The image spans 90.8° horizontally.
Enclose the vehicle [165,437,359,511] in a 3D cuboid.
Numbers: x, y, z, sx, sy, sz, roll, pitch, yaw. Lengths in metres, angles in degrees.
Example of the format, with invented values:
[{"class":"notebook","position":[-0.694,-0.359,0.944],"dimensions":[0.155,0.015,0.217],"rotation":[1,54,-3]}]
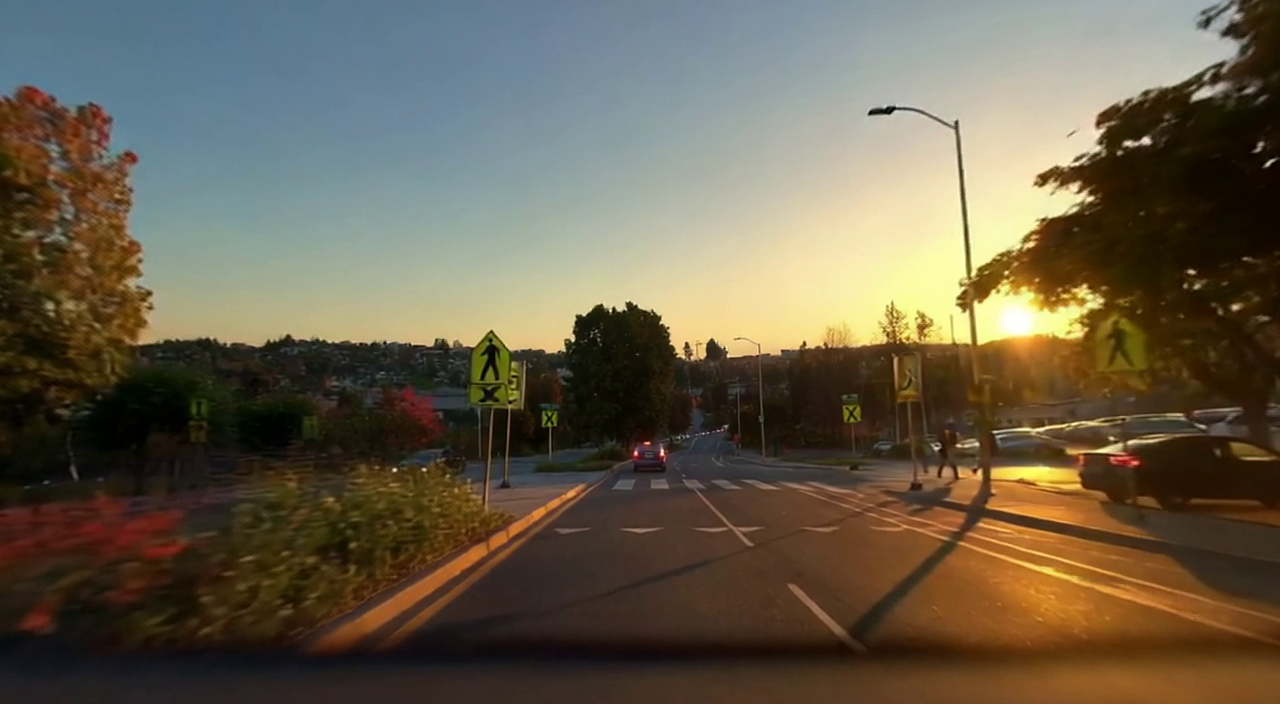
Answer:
[{"class":"vehicle","position":[-10.462,3.396,18.174],"dimensions":[2.162,1.767,5.368],"rotation":[-1,-9,1]}]

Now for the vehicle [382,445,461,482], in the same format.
[{"class":"vehicle","position":[-10.160,5.210,29.767],"dimensions":[2.197,1.606,4.034],"rotation":[-1,-9,2]}]

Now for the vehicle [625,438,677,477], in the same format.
[{"class":"vehicle","position":[0.512,4.734,28.527],"dimensions":[2.158,1.600,3.865],"rotation":[-1,-8,2]}]

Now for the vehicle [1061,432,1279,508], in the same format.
[{"class":"vehicle","position":[11.918,2.448,13.373],"dimensions":[4.627,1.444,1.956],"rotation":[0,-9,-3]}]
